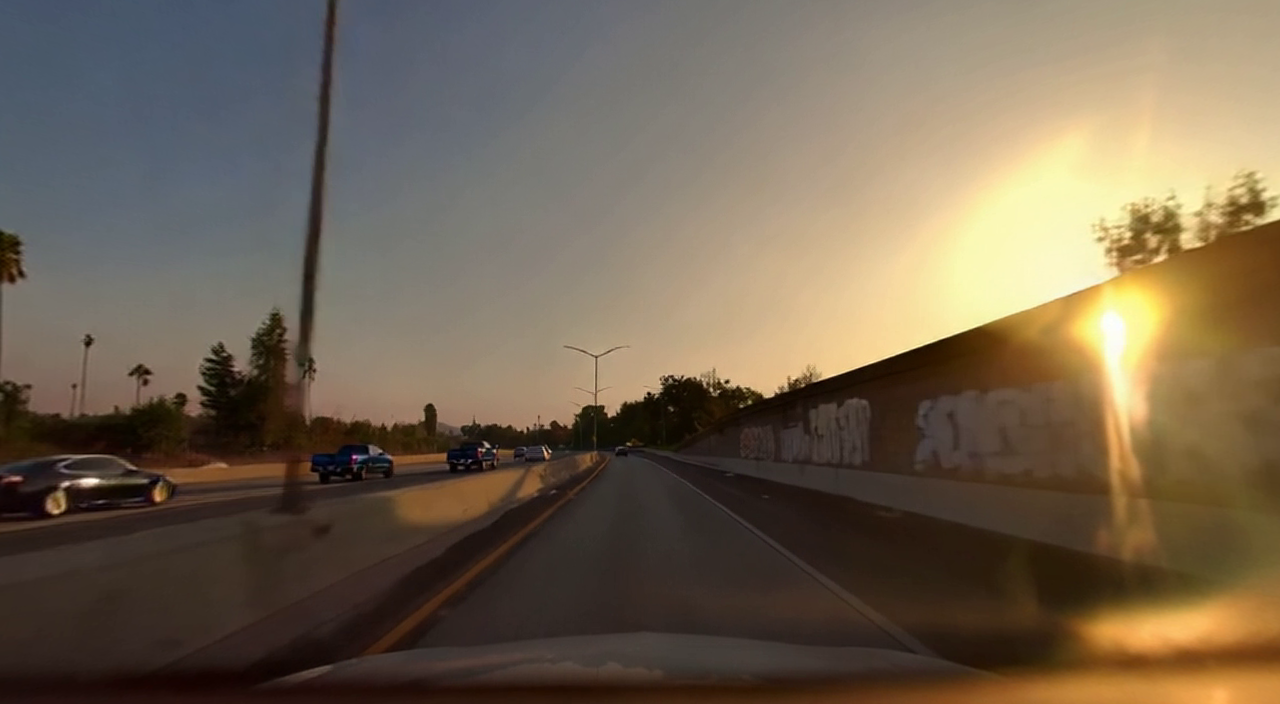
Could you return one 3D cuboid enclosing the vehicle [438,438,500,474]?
[{"bbox_3d":[-10.463,6.400,39.040,2.342,1.999,5.594,0,-9,-1],"label":"vehicle"}]

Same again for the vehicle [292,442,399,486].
[{"bbox_3d":[-13.931,5.322,30.402,2.272,1.882,5.941,0,-9,0],"label":"vehicle"}]

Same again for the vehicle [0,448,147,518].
[{"bbox_3d":[-17.760,3.806,18.900,2.078,1.802,4.723,0,-9,0],"label":"vehicle"}]
